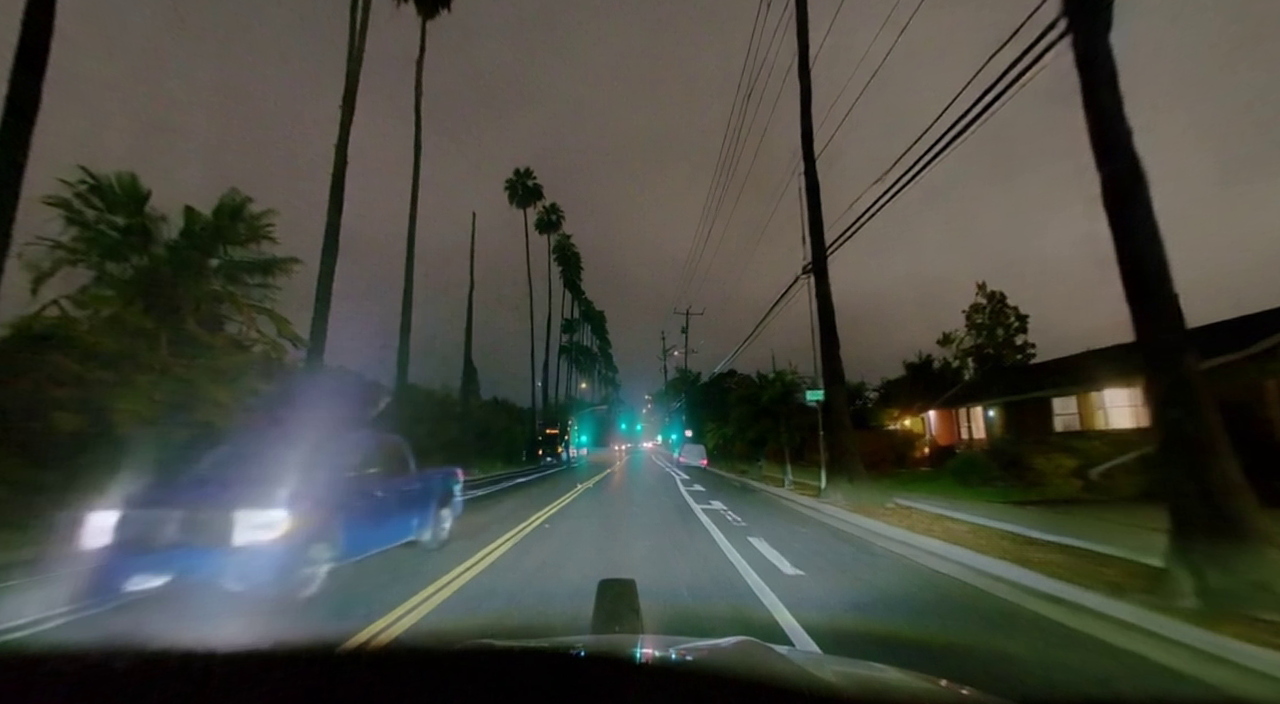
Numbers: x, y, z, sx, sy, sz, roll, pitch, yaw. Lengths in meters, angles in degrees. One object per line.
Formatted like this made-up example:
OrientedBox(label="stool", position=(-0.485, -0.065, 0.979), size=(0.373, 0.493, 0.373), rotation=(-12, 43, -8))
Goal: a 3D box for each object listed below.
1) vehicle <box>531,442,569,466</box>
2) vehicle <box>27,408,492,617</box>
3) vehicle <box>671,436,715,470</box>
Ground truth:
OrientedBox(label="vehicle", position=(-6.494, 7.420, 46.022), size=(1.935, 1.655, 4.409), rotation=(0, -9, 2))
OrientedBox(label="vehicle", position=(-3.737, 1.707, 7.955), size=(2.336, 1.669, 5.581), rotation=(0, -8, 1))
OrientedBox(label="vehicle", position=(3.056, 5.942, 37.451), size=(2.168, 1.851, 4.861), rotation=(0, -8, -1))
